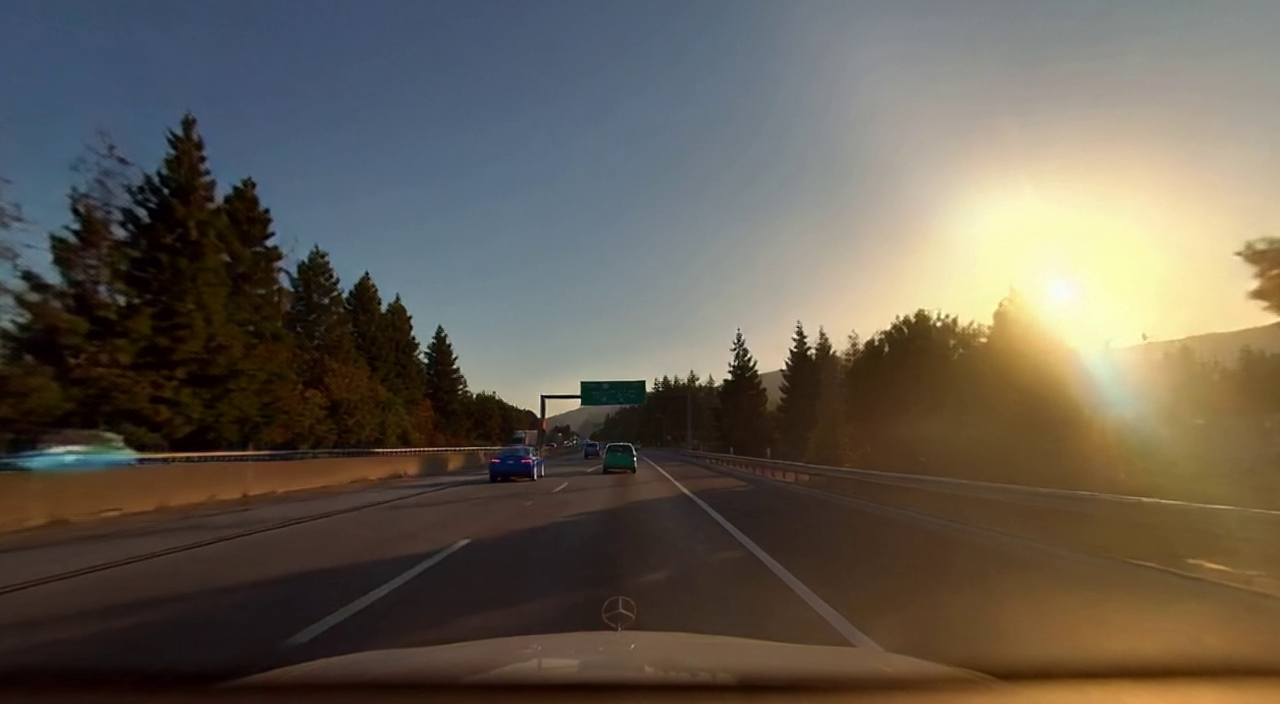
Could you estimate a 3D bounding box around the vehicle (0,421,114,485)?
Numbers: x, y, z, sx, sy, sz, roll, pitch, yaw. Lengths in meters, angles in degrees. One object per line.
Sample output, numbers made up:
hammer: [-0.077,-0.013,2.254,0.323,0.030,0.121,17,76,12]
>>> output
vehicle: [-17.200,2.766,17.097,1.987,1.594,4.249,-1,-9,0]

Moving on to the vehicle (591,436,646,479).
vehicle: [-0.898,4.646,27.673,2.220,1.711,4.056,0,-9,-1]

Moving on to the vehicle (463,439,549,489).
vehicle: [-4.728,4.030,22.922,2.103,1.588,4.709,-1,-9,0]
